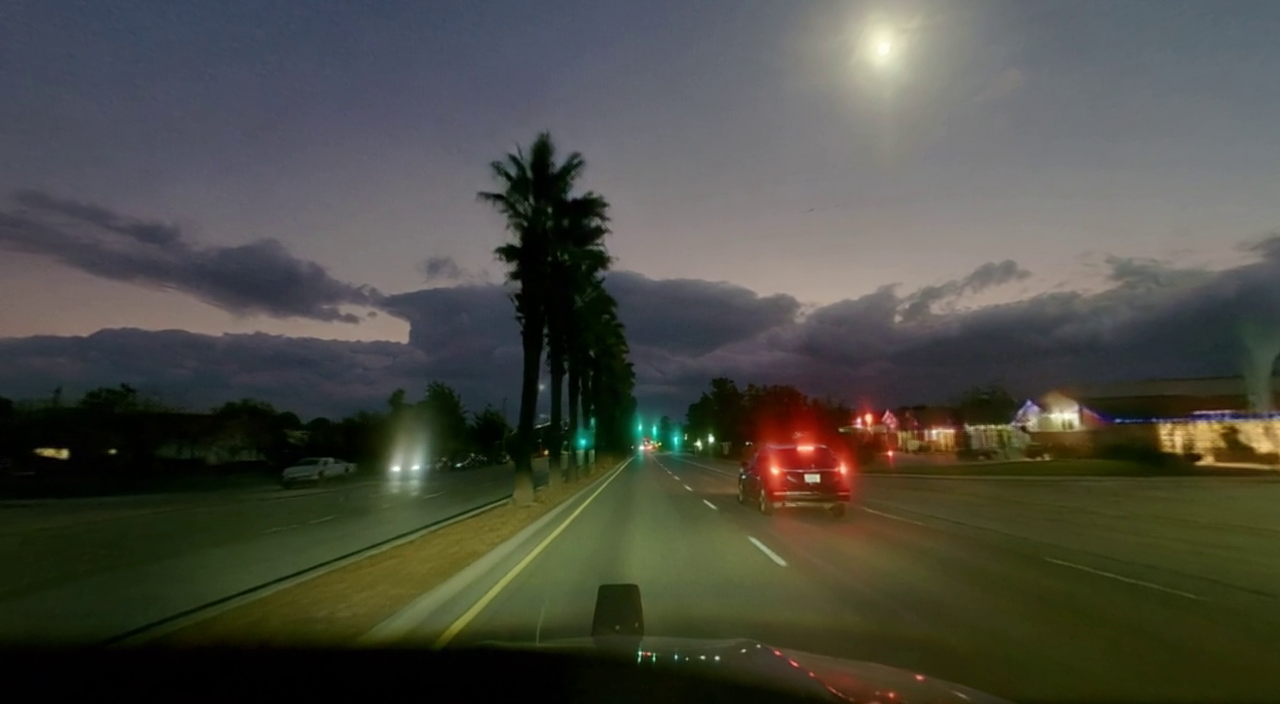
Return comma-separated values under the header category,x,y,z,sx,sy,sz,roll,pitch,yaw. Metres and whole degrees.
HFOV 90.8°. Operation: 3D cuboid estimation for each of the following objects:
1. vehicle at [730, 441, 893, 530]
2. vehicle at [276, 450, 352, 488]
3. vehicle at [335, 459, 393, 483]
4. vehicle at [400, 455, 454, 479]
category,x,y,z,sx,sy,sz,roll,pitch,yaw
vehicle,3.260,2.632,13.159,1.989,1.492,4.689,0,-9,-1
vehicle,-19.044,6.867,37.191,1.987,1.998,4.642,-3,-10,1
vehicle,-18.882,8.168,43.510,1.848,1.432,4.662,0,-9,1
vehicle,-14.672,7.972,43.893,1.990,1.488,4.724,0,-9,2
